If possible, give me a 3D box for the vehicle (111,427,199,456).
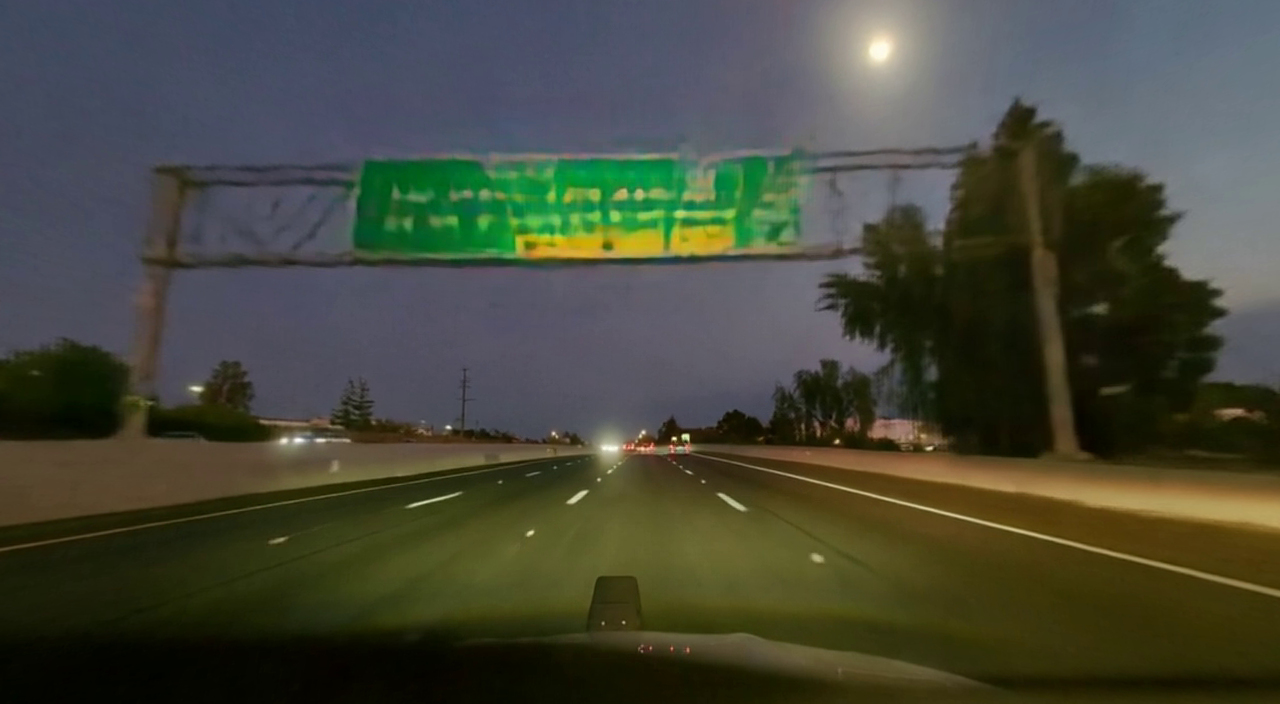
[{"bbox_3d":[-30.041,5.574,39.267,2.029,1.709,4.289,0,-8,0],"label":"vehicle"}]

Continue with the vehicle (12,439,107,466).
[{"bbox_3d":[-33.853,5.863,36.923,1.733,1.474,4.026,0,-8,0],"label":"vehicle"}]
